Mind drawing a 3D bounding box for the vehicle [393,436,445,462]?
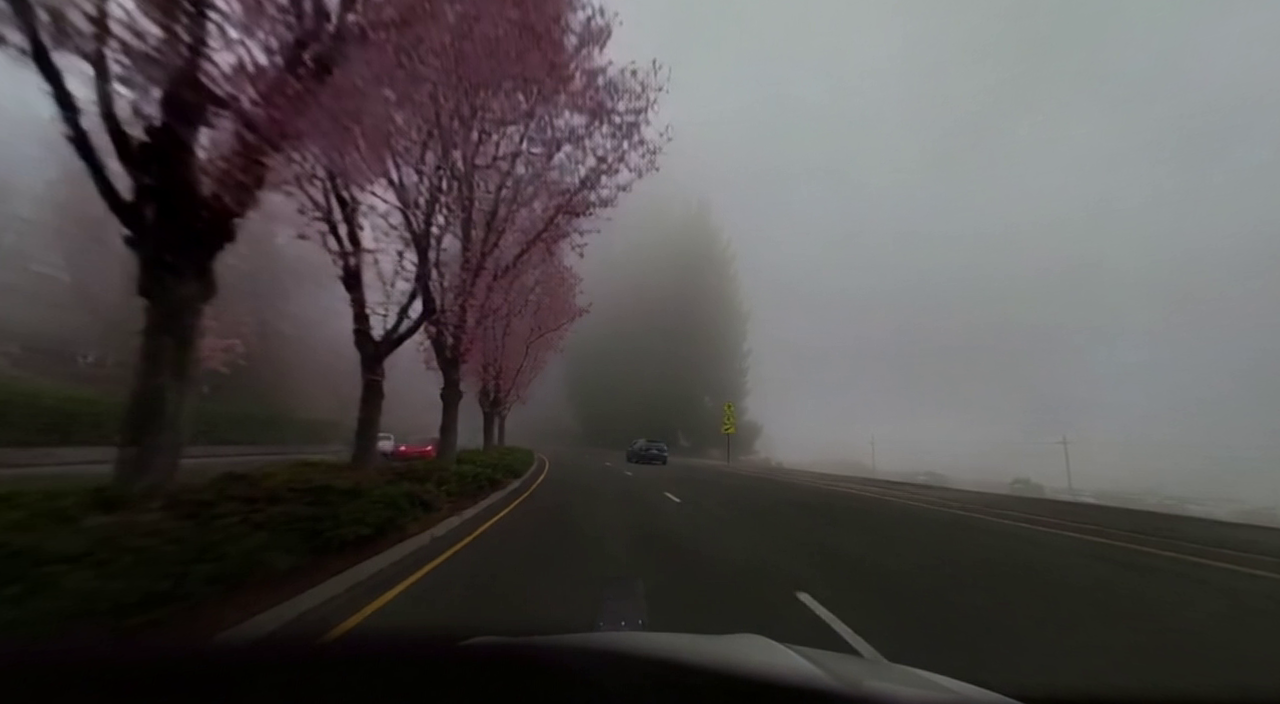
[{"bbox_3d":[-13.339,5.906,38.164,2.067,1.468,4.665,1,-9,-8],"label":"vehicle"}]

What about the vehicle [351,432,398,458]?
[{"bbox_3d":[-18.268,6.426,43.372,1.915,1.696,4.461,1,-9,-9],"label":"vehicle"}]

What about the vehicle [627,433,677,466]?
[{"bbox_3d":[0.657,5.844,37.740,2.166,1.828,4.607,2,-9,-9],"label":"vehicle"}]
